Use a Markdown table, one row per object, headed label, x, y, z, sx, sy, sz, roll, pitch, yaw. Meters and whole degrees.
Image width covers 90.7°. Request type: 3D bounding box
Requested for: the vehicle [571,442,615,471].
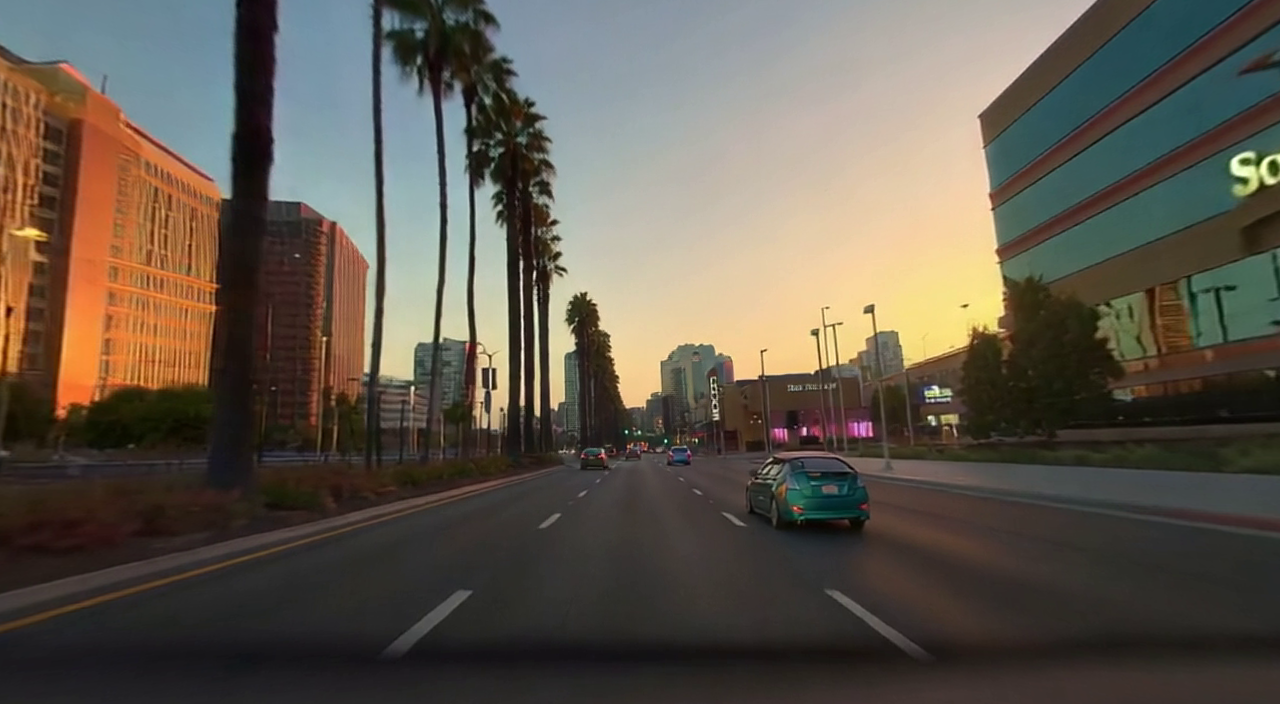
| label | x | y | z | sx | sy | sz | roll | pitch | yaw |
| --- | --- | --- | --- | --- | --- | --- | --- | --- | --- |
| vehicle | -2.796 | 6.375 | 38.725 | 2.160 | 1.615 | 4.117 | -1 | -9 | 3 |
